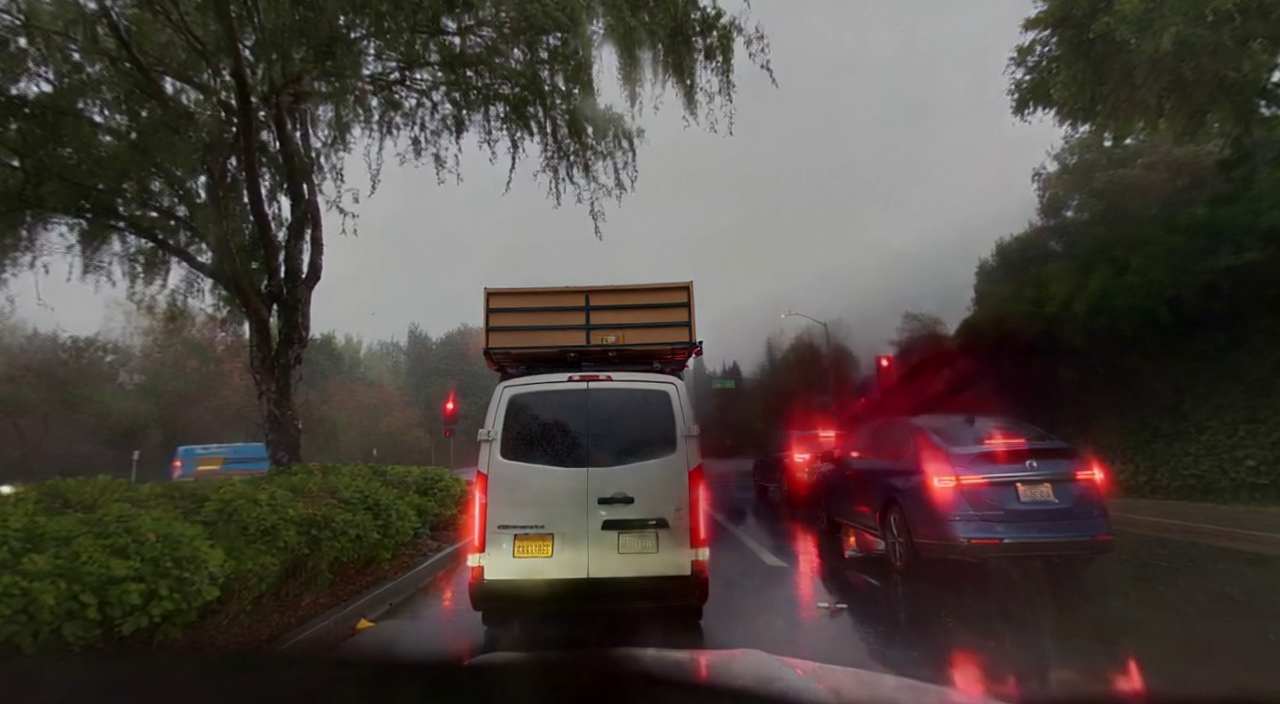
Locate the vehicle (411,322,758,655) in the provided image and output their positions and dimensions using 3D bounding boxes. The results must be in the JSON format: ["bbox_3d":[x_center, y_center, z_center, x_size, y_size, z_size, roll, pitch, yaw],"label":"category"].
[{"bbox_3d":[-0.356,1.155,6.187,2.145,2.089,4.309,0,-9,0],"label":"vehicle"}]

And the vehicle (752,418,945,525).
[{"bbox_3d":[3.718,2.224,12.269,2.024,1.692,4.252,1,-9,-4],"label":"vehicle"}]

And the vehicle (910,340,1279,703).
[{"bbox_3d":[3.452,0.938,3.416,1.965,1.671,4.146,0,-9,-3],"label":"vehicle"}]

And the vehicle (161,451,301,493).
[{"bbox_3d":[-19.786,5.810,30.906,5.241,1.894,2.257,3,-9,-20],"label":"vehicle"}]
